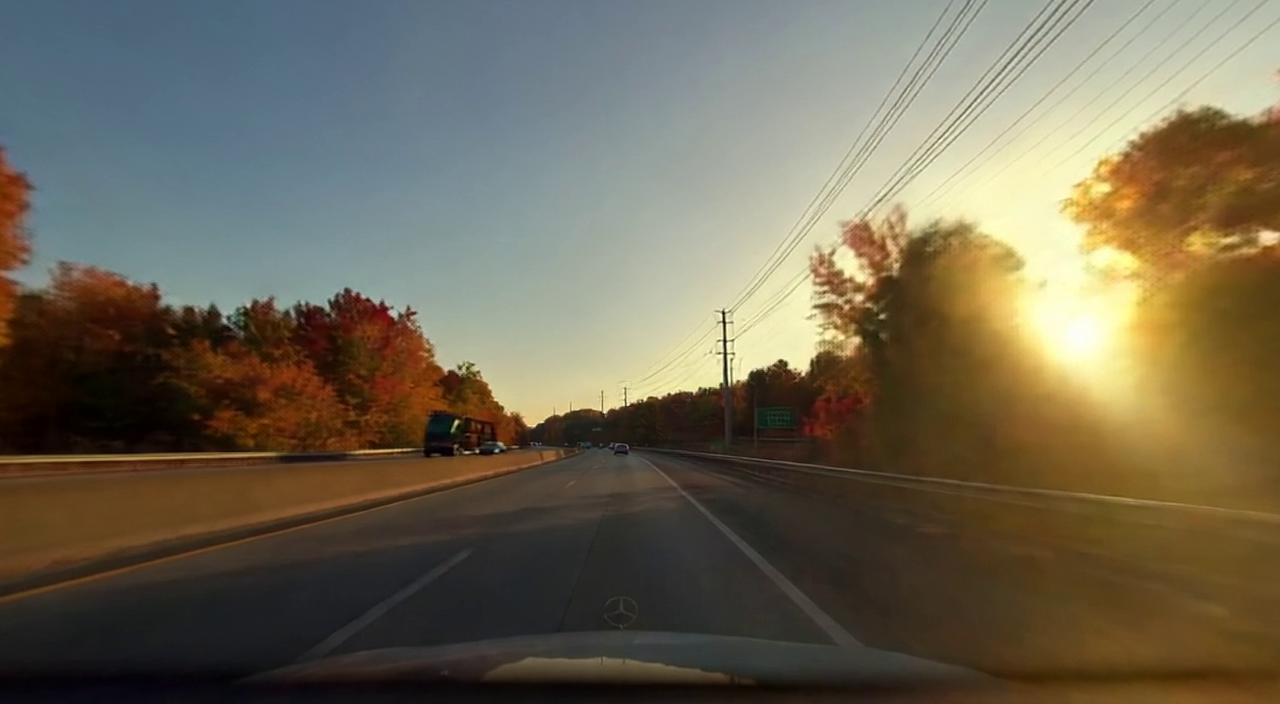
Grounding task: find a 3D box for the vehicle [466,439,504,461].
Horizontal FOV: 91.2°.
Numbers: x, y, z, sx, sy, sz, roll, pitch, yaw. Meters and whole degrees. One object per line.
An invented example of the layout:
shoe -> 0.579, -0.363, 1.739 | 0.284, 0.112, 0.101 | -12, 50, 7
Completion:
vehicle -> -12.093, 7.668, 49.013 | 1.979, 1.563, 3.902 | 0, -9, 0
